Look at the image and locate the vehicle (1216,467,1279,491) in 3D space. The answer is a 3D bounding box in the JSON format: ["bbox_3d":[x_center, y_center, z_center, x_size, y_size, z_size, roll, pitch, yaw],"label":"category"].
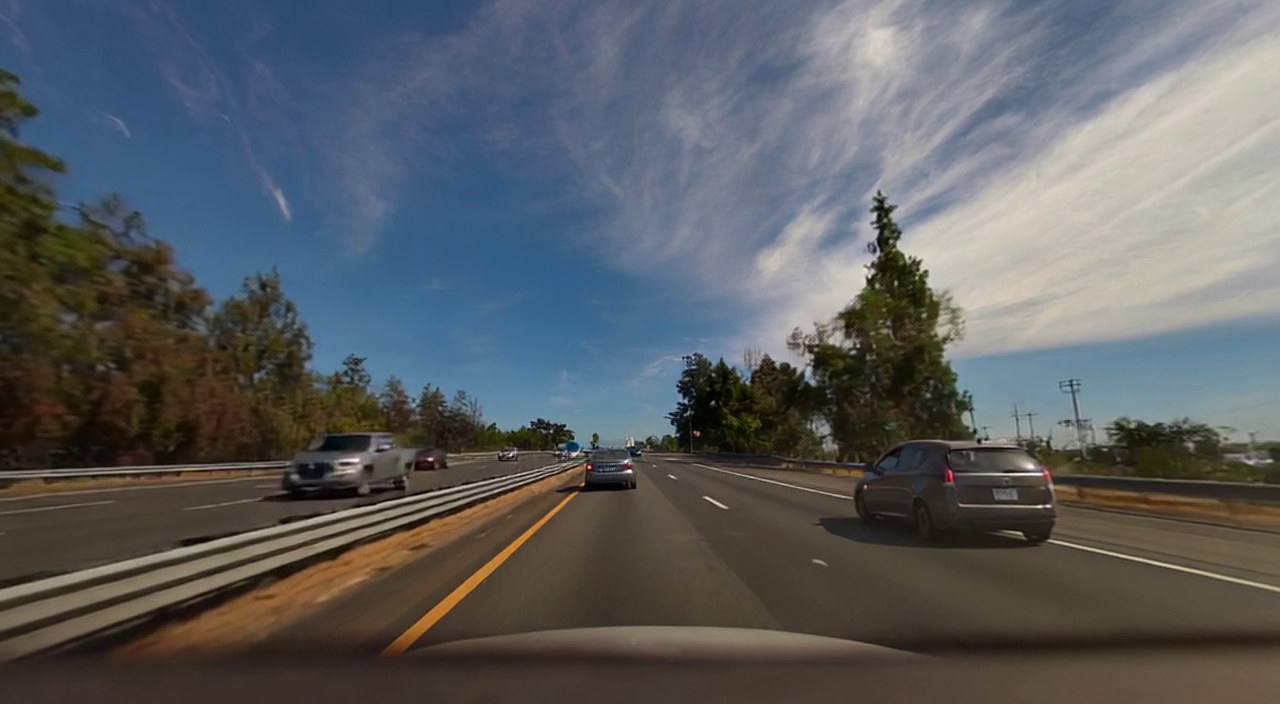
[{"bbox_3d":[43.118,8.864,43.943,1.775,1.512,3.972,-1,-9,4],"label":"vehicle"}]

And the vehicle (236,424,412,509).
[{"bbox_3d":[-8.243,3.040,17.085,2.126,1.921,5.104,0,-9,0],"label":"vehicle"}]

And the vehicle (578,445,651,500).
[{"bbox_3d":[-0.744,3.646,19.364,2.013,1.479,4.169,0,-9,-1],"label":"vehicle"}]

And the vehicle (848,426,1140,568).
[{"bbox_3d":[4.571,1.902,8.901,1.910,1.554,3.718,0,-9,-1],"label":"vehicle"}]

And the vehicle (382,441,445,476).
[{"bbox_3d":[-12.719,5.998,35.541,2.045,1.807,4.241,0,-9,-1],"label":"vehicle"}]
